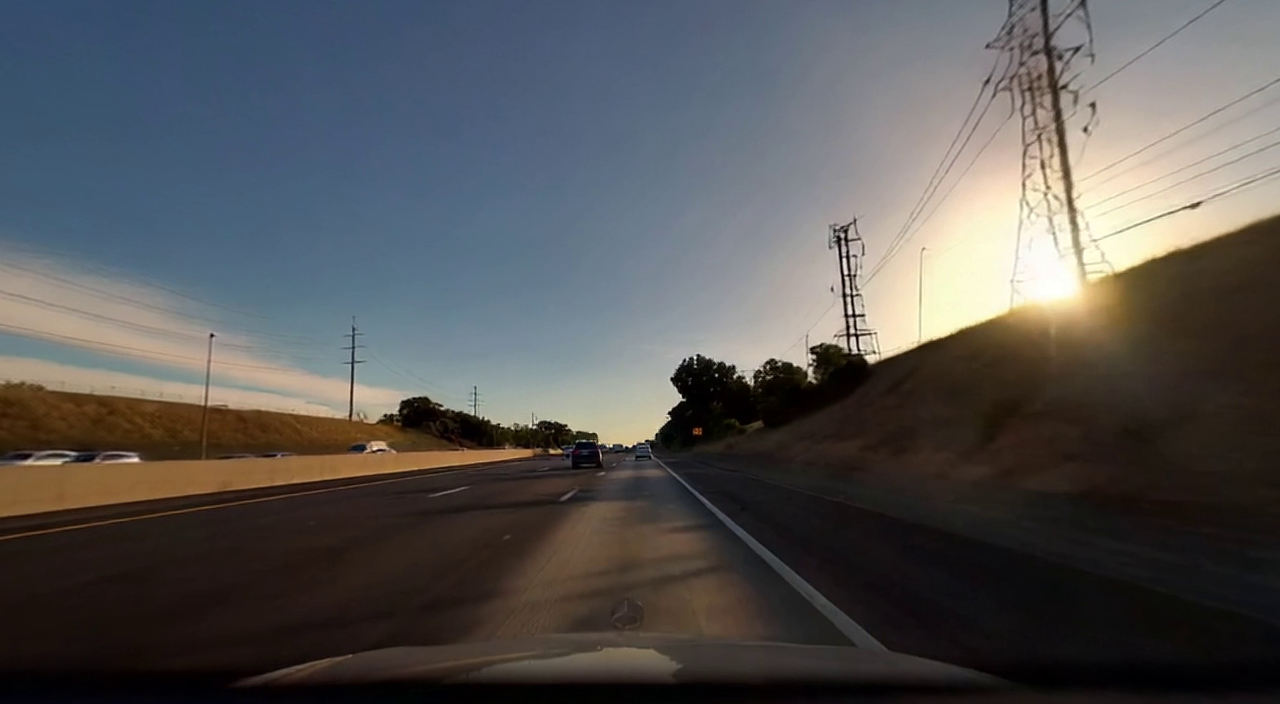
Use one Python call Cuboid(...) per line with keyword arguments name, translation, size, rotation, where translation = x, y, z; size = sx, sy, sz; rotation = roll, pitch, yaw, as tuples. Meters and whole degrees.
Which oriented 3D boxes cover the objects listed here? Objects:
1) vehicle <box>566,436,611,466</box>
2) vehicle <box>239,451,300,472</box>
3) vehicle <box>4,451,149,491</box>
Cuboid(name="vehicle", translation=(-3.462, 6.818, 43.527), size=(2.577, 1.939, 5.408), rotation=(0, -9, 1))
Cuboid(name="vehicle", translation=(-28.274, 8.389, 48.247), size=(1.821, 1.501, 4.492), rotation=(0, -9, 1))
Cuboid(name="vehicle", translation=(-24.021, 5.063, 27.123), size=(1.989, 1.546, 4.558), rotation=(0, -9, 0))
